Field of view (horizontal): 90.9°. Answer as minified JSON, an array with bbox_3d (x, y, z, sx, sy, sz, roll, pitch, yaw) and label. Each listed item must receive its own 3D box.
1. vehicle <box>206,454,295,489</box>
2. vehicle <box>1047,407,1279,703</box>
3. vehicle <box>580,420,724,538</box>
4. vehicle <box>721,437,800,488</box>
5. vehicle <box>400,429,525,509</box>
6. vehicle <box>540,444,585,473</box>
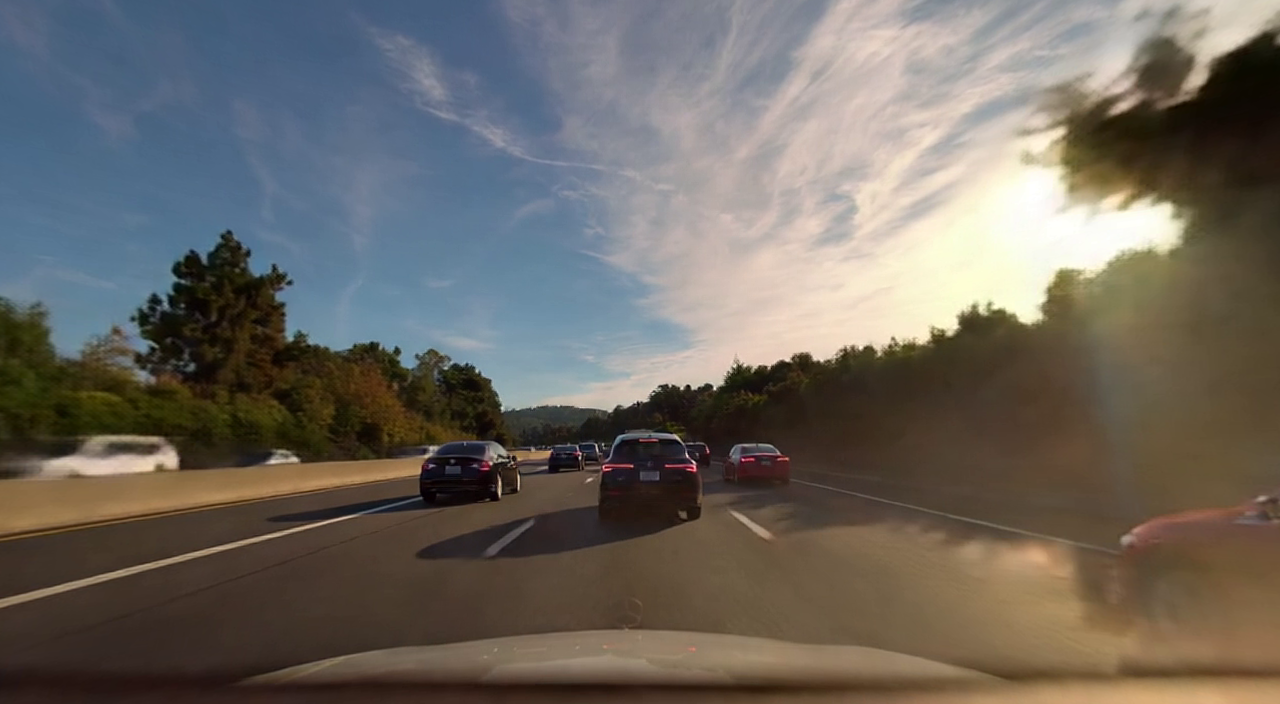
[{"bbox_3d":[-20.345,6.233,33.151,1.889,1.694,4.268,0,-9,0],"label":"vehicle"},{"bbox_3d":[3.684,0.830,1.849,1.953,1.434,4.511,0,-9,0],"label":"vehicle"},{"bbox_3d":[0.172,2.145,11.133,2.093,1.695,3.782,0,-9,0],"label":"vehicle"},{"bbox_3d":[4.024,3.766,21.714,1.905,1.590,3.746,0,-9,-1],"label":"vehicle"},{"bbox_3d":[-4.161,2.807,15.466,1.890,1.708,3.844,0,-9,0],"label":"vehicle"},{"bbox_3d":[-4.143,5.752,34.109,1.910,1.468,3.781,0,-9,1],"label":"vehicle"}]
